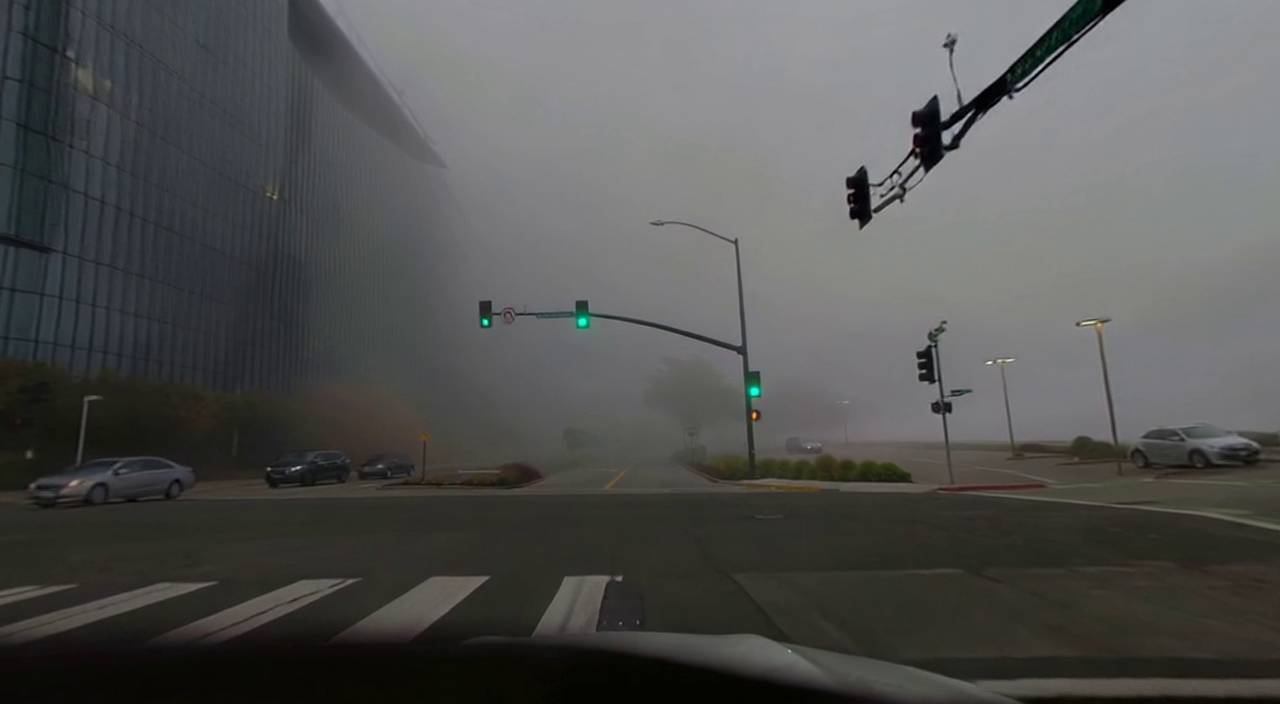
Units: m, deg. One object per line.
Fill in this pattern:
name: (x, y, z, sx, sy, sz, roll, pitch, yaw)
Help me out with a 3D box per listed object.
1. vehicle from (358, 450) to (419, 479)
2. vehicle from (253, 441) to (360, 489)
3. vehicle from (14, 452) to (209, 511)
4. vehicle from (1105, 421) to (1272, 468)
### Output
vehicle: (-15.114, 6.764, 38.111, 1.932, 1.605, 4.146, 0, -9, 0)
vehicle: (-14.838, 5.030, 28.426, 2.091, 1.915, 5.040, 0, -9, 0)
vehicle: (-15.082, 3.678, 18.375, 1.790, 1.437, 4.349, 0, -9, 2)
vehicle: (19.082, 3.264, 22.243, 1.834, 1.480, 4.458, 0, -9, -1)
